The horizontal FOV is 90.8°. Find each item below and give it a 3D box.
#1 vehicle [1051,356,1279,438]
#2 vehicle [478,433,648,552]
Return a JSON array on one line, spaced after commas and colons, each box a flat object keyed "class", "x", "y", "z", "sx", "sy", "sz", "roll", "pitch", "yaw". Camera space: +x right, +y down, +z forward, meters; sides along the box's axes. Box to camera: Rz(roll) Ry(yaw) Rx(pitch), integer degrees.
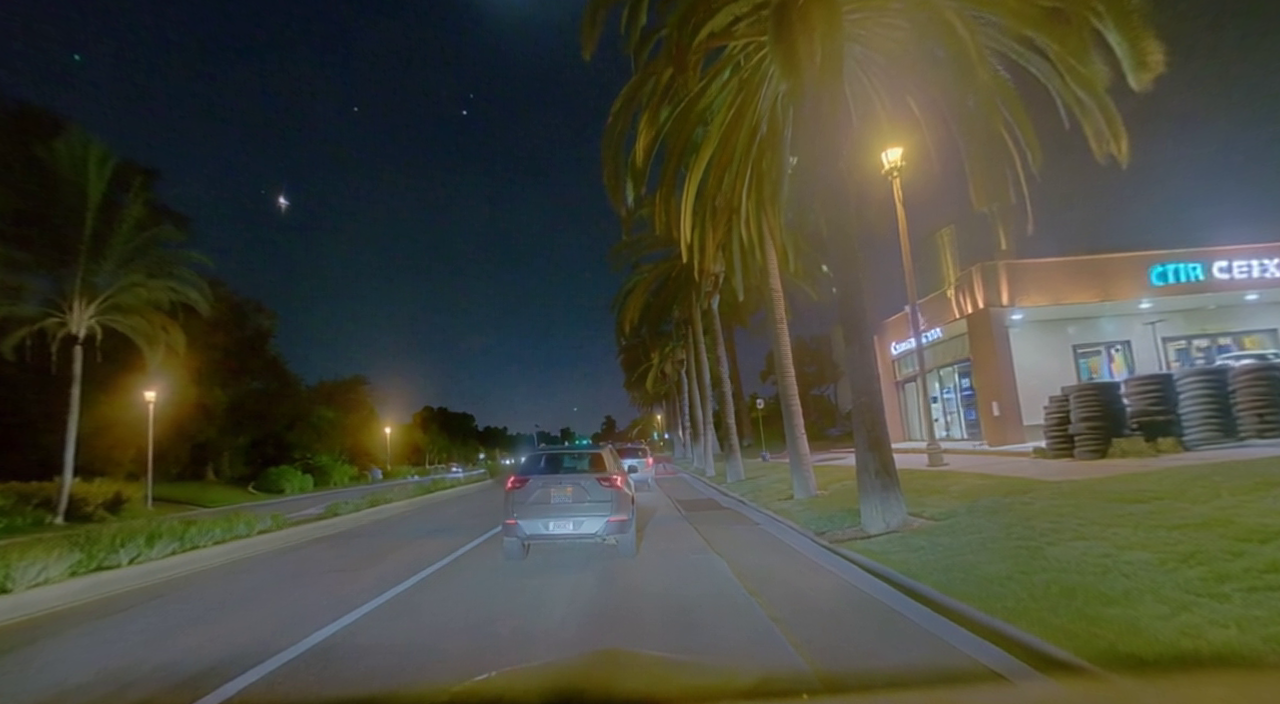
[{"class": "vehicle", "x": 13.383, "y": 1.340, "z": 16.623, "sx": 1.854, "sy": 1.693, "sz": 4.798, "roll": -1, "pitch": -10, "yaw": 0}, {"class": "vehicle", "x": -1.020, "y": 2.103, "z": 10.165, "sx": 2.169, "sy": 1.495, "sz": 4.048, "roll": 0, "pitch": -8, "yaw": -1}]
